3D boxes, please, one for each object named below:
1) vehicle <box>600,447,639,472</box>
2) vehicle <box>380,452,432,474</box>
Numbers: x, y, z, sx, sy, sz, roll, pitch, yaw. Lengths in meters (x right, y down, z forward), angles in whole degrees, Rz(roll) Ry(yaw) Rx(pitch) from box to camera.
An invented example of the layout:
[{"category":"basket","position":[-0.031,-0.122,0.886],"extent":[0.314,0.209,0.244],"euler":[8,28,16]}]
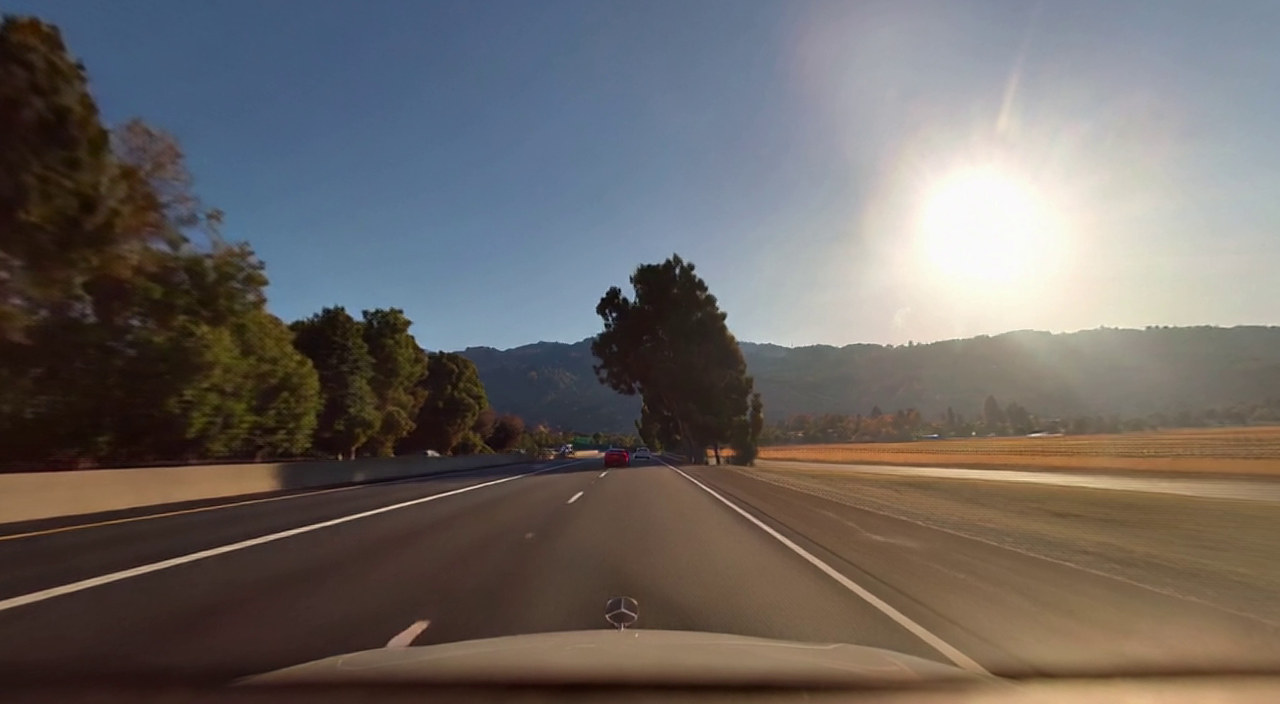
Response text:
[{"category":"vehicle","position":[-1.213,6.683,39.517],"extent":[2.170,1.451,4.584],"euler":[0,-8,1]},{"category":"vehicle","position":[-16.408,7.779,44.456],"extent":[2.007,1.444,4.190],"euler":[0,-9,2]}]
